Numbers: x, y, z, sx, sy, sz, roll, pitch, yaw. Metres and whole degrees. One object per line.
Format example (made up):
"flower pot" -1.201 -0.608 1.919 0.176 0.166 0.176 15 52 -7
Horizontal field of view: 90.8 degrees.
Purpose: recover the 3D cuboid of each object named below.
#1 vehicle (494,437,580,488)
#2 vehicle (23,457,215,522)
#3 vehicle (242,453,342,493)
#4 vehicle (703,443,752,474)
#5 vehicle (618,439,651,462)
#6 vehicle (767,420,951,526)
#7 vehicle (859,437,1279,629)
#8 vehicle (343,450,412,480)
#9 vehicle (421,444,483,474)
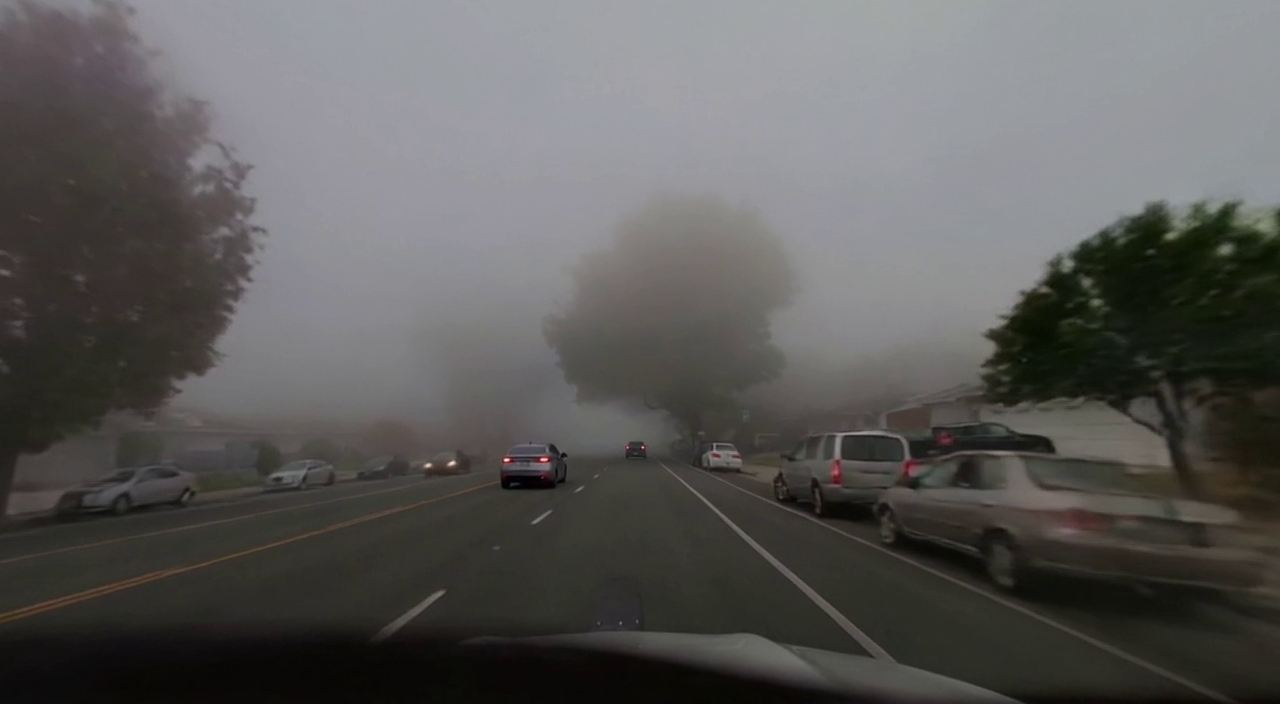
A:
"vehicle" -3.251 3.582 20.843 2.027 1.477 4.413 0 -8 1
"vehicle" -14.675 3.851 18.218 1.811 1.433 4.564 -5 -9 -2
"vehicle" -14.546 5.058 26.706 1.847 1.494 4.189 0 -8 -1
"vehicle" 4.285 5.278 31.592 1.890 1.459 4.371 0 -8 1
"vehicle" -0.381 6.706 43.207 2.088 1.495 4.048 0 -8 -1
"vehicle" 4.269 2.446 13.359 2.123 1.797 4.792 0 -8 0
"vehicle" 4.384 1.752 7.308 1.933 1.463 4.735 0 -8 -1
"vehicle" -14.617 6.308 35.467 1.898 1.530 4.675 0 -8 -1
"vehicle" -9.902 5.645 33.550 1.985 1.502 4.253 0 -8 0
